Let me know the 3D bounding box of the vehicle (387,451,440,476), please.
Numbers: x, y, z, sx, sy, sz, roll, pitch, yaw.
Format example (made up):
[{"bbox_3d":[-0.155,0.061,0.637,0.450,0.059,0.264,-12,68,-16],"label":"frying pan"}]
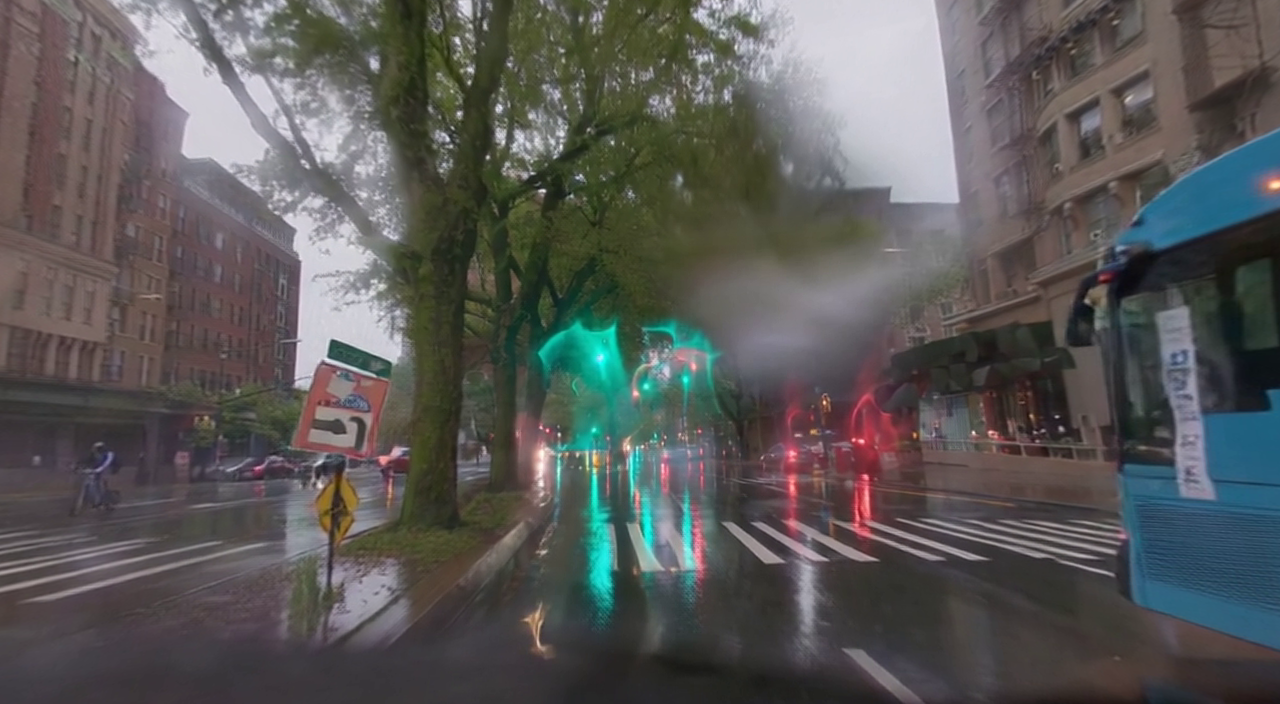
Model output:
[{"bbox_3d":[-15.446,7.526,42.982,2.123,1.544,4.158,6,-11,-37],"label":"vehicle"}]

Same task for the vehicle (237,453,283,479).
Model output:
[{"bbox_3d":[-28.732,8.566,47.737,2.199,1.838,4.222,7,-11,-40],"label":"vehicle"}]
